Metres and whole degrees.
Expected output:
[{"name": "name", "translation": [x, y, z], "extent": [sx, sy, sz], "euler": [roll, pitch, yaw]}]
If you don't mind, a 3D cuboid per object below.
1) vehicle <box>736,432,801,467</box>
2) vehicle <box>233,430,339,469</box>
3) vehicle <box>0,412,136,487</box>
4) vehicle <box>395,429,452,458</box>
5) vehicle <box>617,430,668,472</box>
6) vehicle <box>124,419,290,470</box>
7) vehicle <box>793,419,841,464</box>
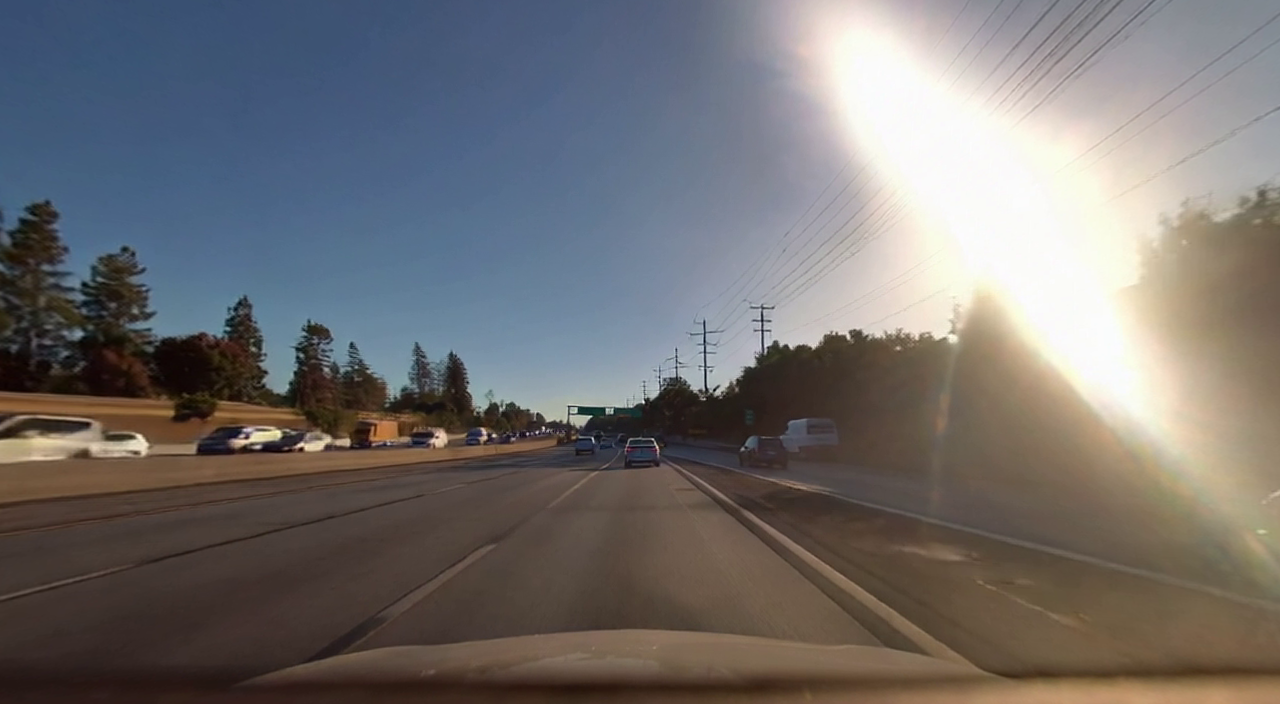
[{"name": "vehicle", "translation": [6.706, 5.156, 33.462], "extent": [2.099, 1.720, 4.829], "euler": [0, -8, -5]}, {"name": "vehicle", "translation": [-16.041, 4.451, 28.965], "extent": [2.055, 1.611, 4.851], "euler": [0, -8, 0]}, {"name": "vehicle", "translation": [-16.500, 2.518, 16.235], "extent": [2.188, 1.786, 5.759], "euler": [0, -8, 1]}, {"name": "vehicle", "translation": [-16.449, 7.019, 48.364], "extent": [2.339, 2.062, 5.804], "euler": [0, -8, -1]}, {"name": "vehicle", "translation": [0.075, 4.566, 29.240], "extent": [2.192, 1.769, 4.287], "euler": [0, -8, -1]}, {"name": "vehicle", "translation": [-20.354, 4.454, 30.355], "extent": [2.860, 2.155, 7.249], "euler": [0, -8, 0]}, {"name": "vehicle", "translation": [11.509, 5.828, 41.162], "extent": [2.162, 2.775, 2.707], "euler": [0, -8, -4]}]
